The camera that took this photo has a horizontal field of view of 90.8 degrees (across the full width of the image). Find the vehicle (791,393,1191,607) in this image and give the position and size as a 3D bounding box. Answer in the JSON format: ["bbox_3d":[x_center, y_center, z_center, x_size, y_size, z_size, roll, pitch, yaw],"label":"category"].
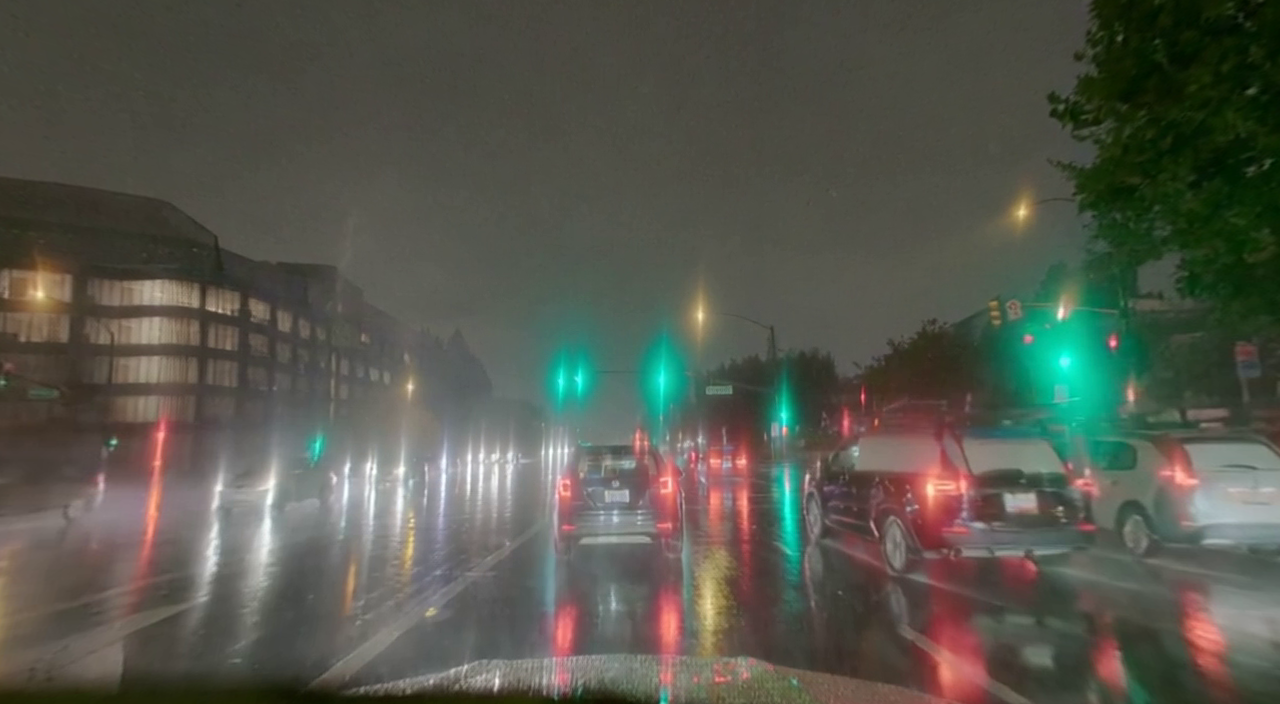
[{"bbox_3d":[3.497,1.573,7.636,2.107,1.773,4.557,0,-8,-1],"label":"vehicle"}]

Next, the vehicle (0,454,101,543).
[{"bbox_3d":[-15.098,3.305,14.298,1.974,1.894,4.244,0,-8,0],"label":"vehicle"}]

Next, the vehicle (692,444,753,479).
[{"bbox_3d":[3.692,4.953,28.990,2.123,1.455,4.318,0,-8,-1],"label":"vehicle"}]

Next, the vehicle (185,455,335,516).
[{"bbox_3d":[-11.659,4.075,19.790,1.903,1.627,4.308,0,-8,2],"label":"vehicle"}]

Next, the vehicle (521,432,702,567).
[{"bbox_3d":[-0.322,1.959,9.157,2.034,1.500,3.966,0,-8,0],"label":"vehicle"}]

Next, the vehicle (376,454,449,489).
[{"bbox_3d":[-11.452,6.023,32.192,1.992,1.562,4.361,0,-8,1],"label":"vehicle"}]
